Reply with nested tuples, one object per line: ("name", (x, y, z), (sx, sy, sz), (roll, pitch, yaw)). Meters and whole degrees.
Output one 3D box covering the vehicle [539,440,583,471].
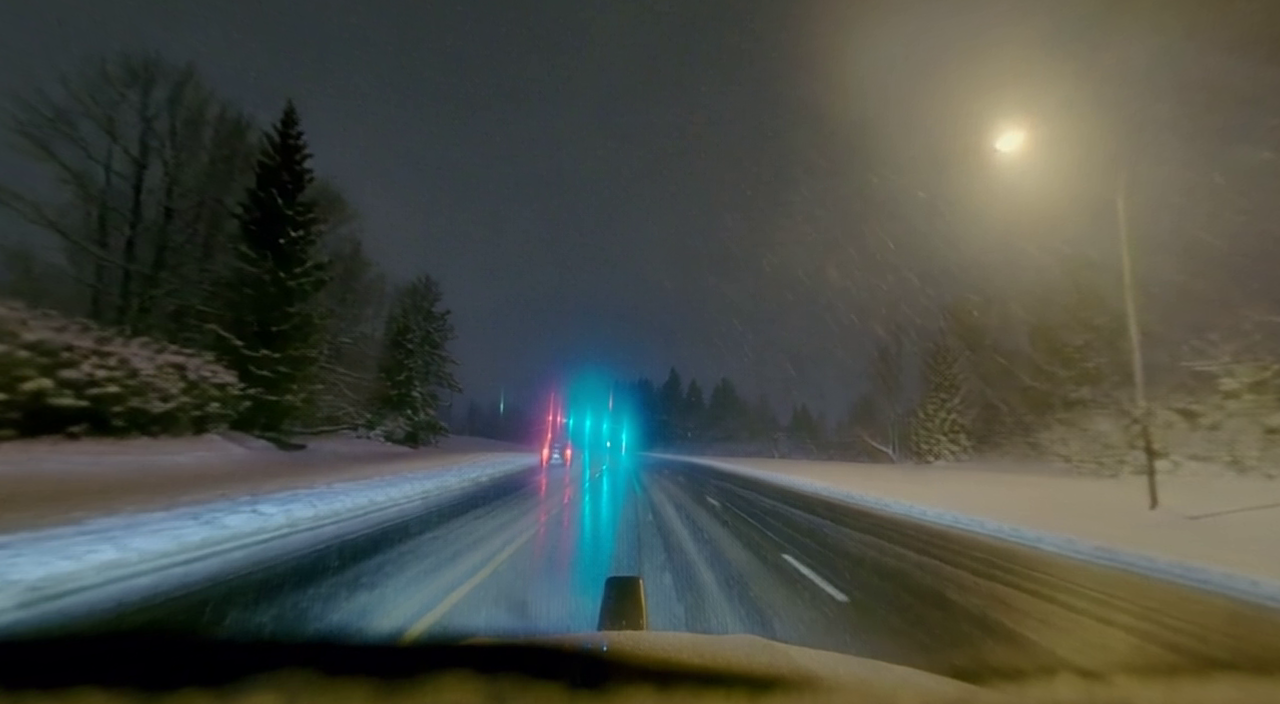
("vehicle", (-4.096, 5.455, 33.363), (1.968, 1.503, 4.443), (0, -8, -3))
